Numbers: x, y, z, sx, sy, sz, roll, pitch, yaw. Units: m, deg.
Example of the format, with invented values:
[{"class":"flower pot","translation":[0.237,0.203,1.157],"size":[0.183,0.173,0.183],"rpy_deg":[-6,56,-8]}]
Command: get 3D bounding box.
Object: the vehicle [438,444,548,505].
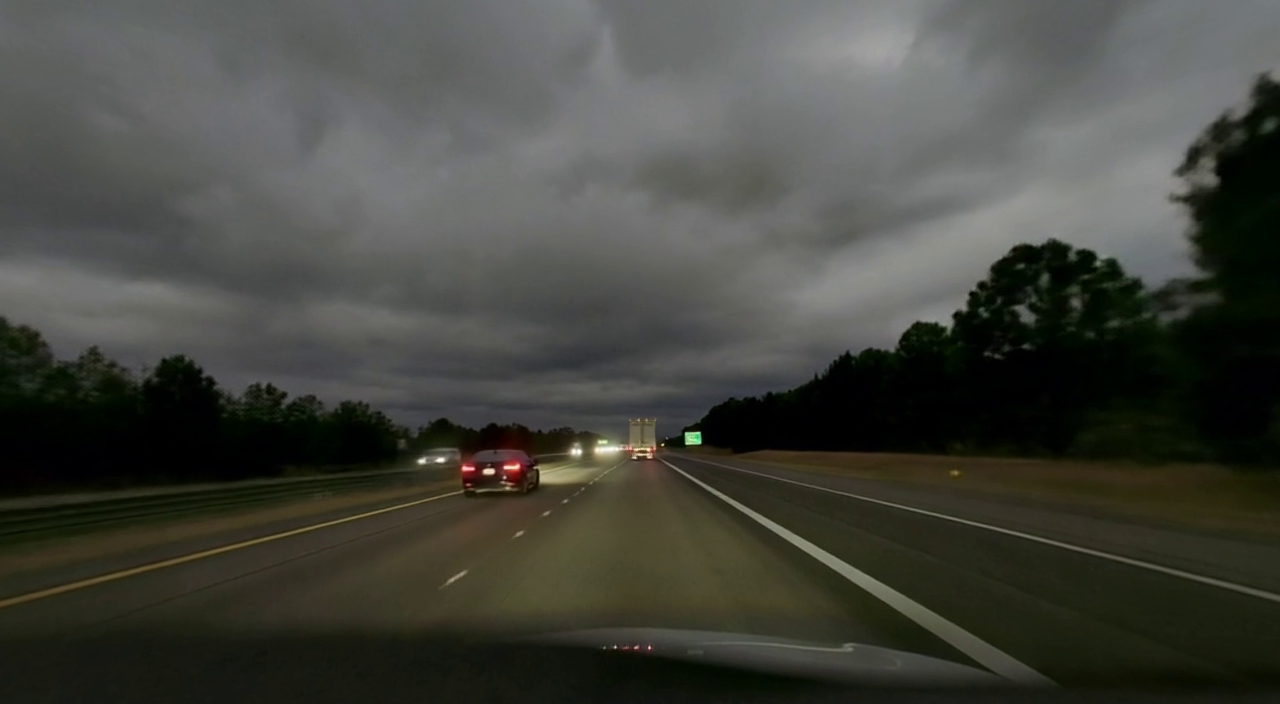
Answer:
[{"class":"vehicle","translation":[-3.859,3.297,17.365],"size":[1.955,1.438,4.100],"rpy_deg":[-1,-9,1]}]
